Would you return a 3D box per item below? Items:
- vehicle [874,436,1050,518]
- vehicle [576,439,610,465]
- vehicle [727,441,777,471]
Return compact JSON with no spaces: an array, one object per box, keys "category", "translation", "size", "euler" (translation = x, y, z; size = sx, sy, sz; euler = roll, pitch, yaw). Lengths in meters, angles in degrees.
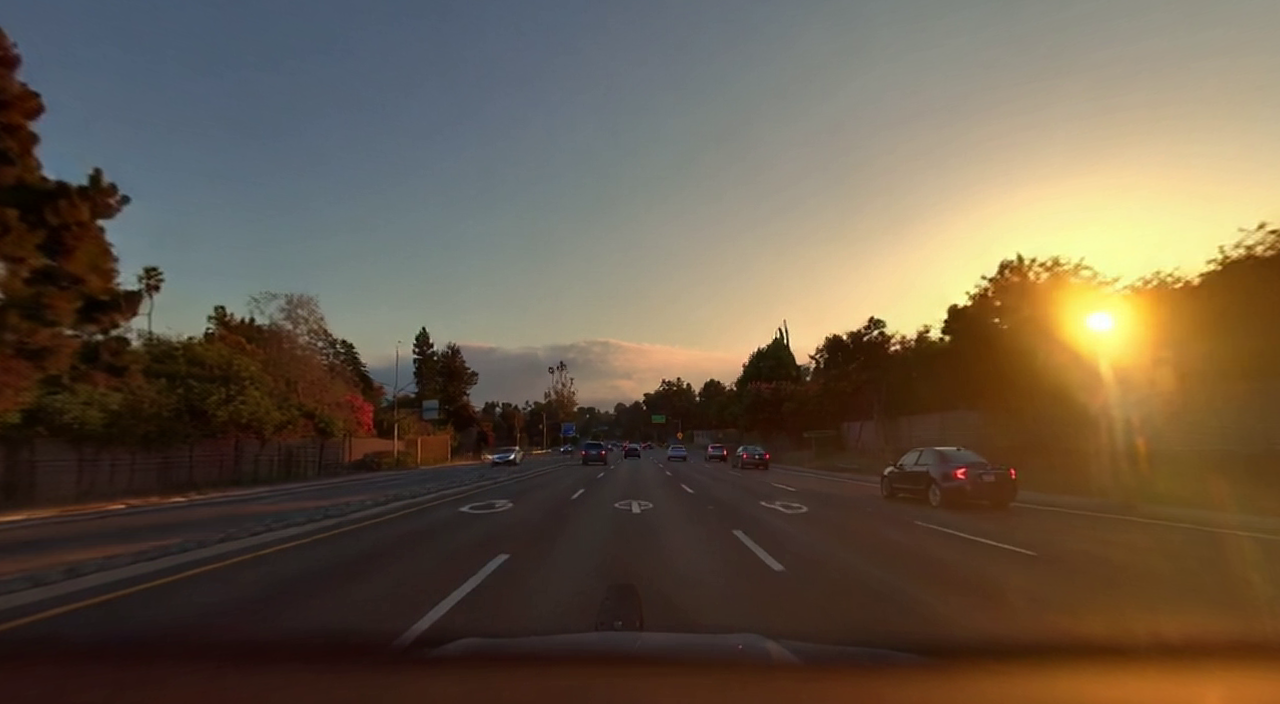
[{"category":"vehicle","translation":[6.766,2.627,13.795],"size":[1.838,1.518,3.713],"euler":[0,-8,0]},{"category":"vehicle","translation":[-3.489,7.570,47.907],"size":[2.230,1.827,4.406],"euler":[0,-8,0]},{"category":"vehicle","translation":[6.376,5.979,36.543],"size":[1.987,1.597,4.463],"euler":[0,-8,-1]}]
